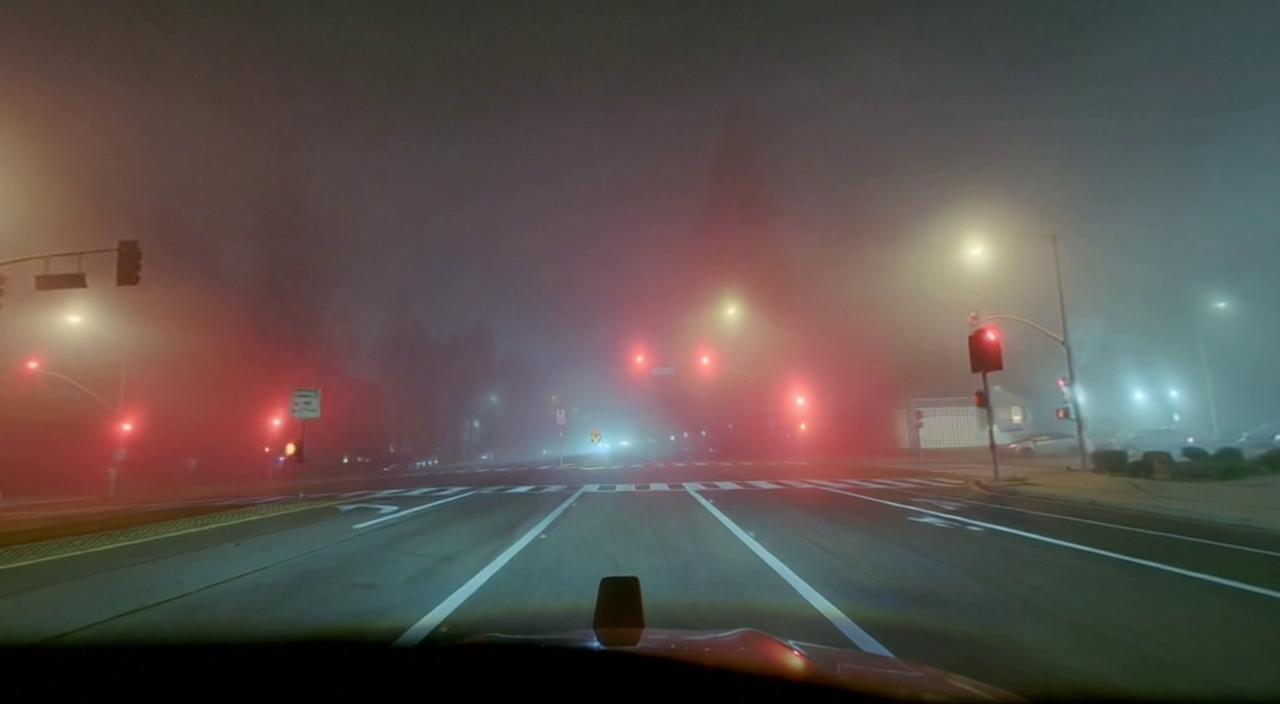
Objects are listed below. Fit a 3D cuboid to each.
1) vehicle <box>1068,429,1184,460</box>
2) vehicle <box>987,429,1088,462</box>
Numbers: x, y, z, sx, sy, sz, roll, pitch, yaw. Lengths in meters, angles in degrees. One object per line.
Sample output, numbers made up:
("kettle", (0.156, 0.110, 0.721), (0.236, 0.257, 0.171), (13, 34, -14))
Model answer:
("vehicle", (27.298, 5.226, 35.567), (4.910, 1.644, 2.032), (0, -9, -4))
("vehicle", (22.038, 5.216, 35.092), (4.323, 1.746, 1.872), (0, -9, -3))
